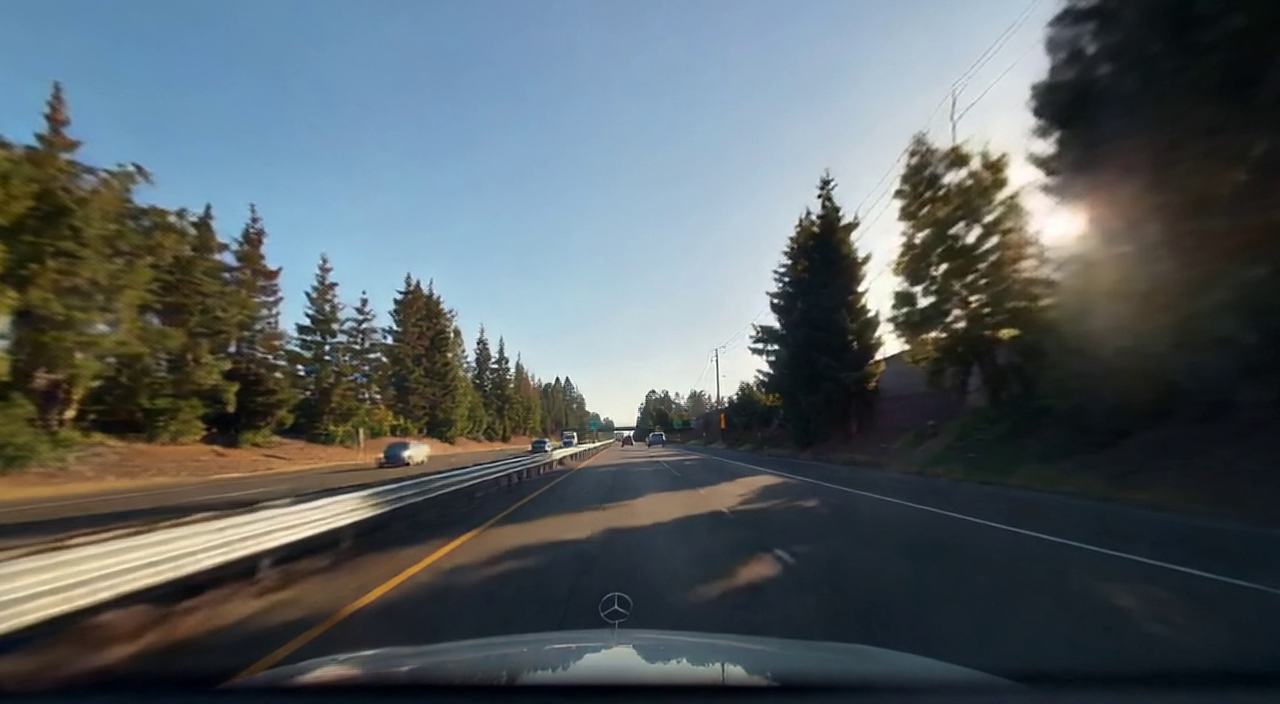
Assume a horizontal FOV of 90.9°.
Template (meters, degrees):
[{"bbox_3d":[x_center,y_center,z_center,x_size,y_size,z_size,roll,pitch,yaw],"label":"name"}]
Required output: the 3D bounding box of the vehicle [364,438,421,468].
[{"bbox_3d":[-13.578,5.525,34.785,1.790,1.507,3.493,0,-8,-1],"label":"vehicle"}]
